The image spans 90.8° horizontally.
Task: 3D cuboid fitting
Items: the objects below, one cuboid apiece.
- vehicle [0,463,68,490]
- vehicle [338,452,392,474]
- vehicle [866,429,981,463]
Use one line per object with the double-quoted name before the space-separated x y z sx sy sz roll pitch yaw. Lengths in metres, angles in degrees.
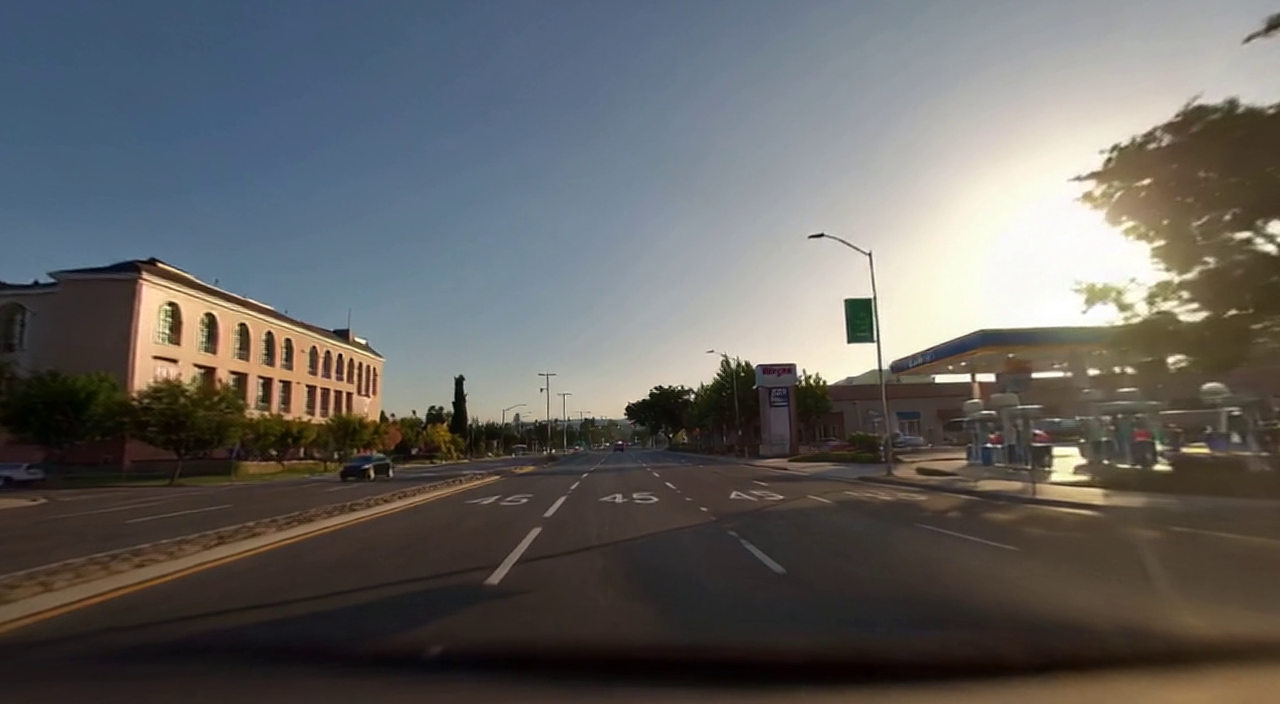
"vehicle" -39.288 7.876 39.934 1.828 1.534 4.790 -2 -9 -2
"vehicle" -20.071 8.101 46.330 1.927 1.497 4.393 0 -8 1
"vehicle" 13.512 4.516 30.287 4.548 1.568 1.953 0 -9 -2
